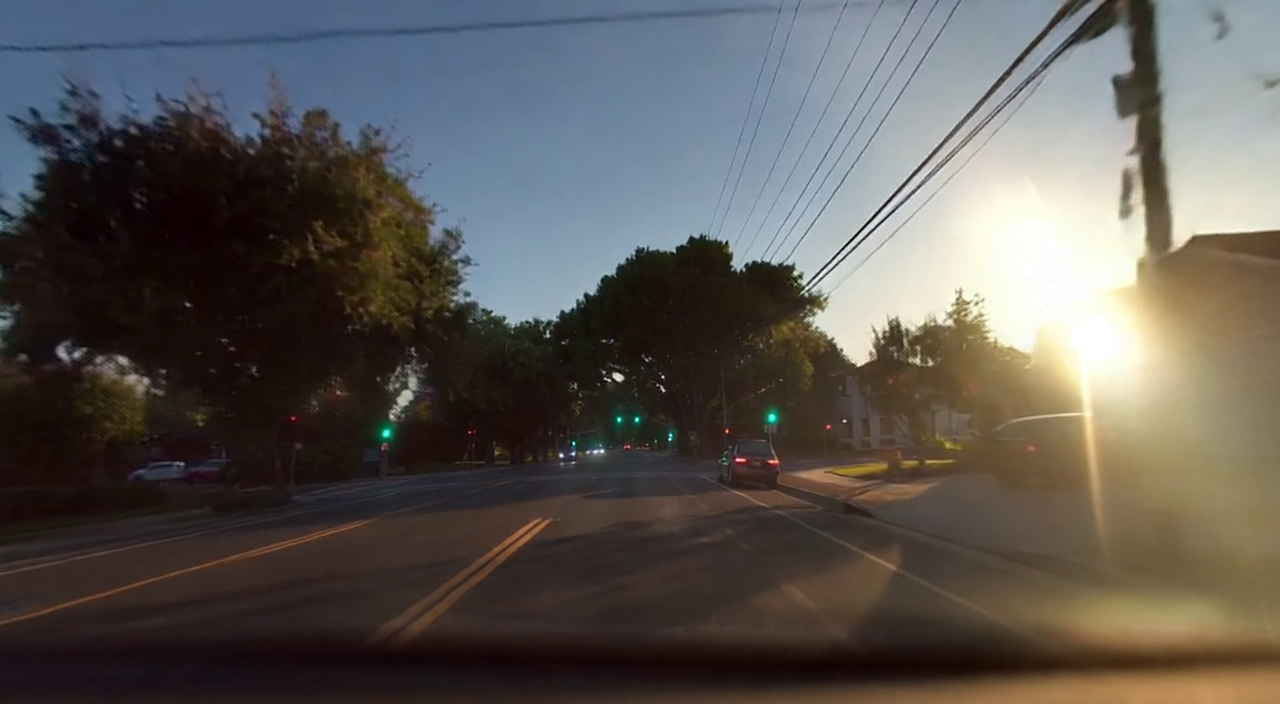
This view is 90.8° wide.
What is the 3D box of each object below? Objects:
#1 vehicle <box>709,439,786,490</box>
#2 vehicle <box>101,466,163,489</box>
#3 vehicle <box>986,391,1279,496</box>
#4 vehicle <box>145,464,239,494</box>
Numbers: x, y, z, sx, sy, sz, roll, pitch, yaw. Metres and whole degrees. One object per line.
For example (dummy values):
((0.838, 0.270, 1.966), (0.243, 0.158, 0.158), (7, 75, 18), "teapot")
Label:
((3.789, 4.032, 23.066), (1.900, 1.661, 4.346), (0, -8, -2), "vehicle")
((-39.968, 9.862, 49.799), (1.722, 1.569, 4.038), (-1, -8, -4), "vehicle")
((10.147, 2.031, 13.534), (4.434, 1.730, 2.081), (-8, -11, 23), "vehicle")
((-29.742, 8.421, 42.029), (4.830, 1.521, 1.948), (-5, -10, -1), "vehicle")
